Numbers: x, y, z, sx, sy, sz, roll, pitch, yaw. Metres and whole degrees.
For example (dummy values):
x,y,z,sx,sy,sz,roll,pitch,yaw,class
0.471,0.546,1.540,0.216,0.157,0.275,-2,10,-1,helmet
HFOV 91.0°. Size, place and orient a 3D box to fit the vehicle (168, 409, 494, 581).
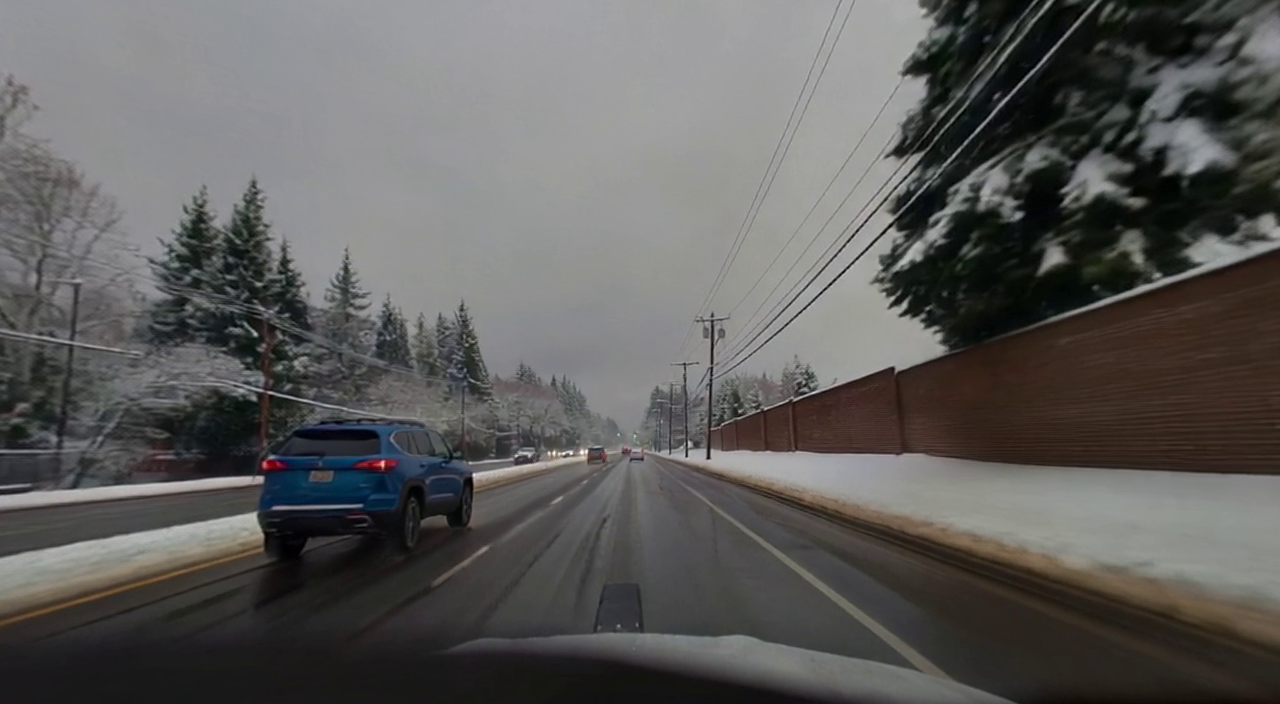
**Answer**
x,y,z,sx,sy,sz,roll,pitch,yaw,class
-3.660,1.781,8.704,2.147,1.730,4.555,0,-8,0,vehicle
